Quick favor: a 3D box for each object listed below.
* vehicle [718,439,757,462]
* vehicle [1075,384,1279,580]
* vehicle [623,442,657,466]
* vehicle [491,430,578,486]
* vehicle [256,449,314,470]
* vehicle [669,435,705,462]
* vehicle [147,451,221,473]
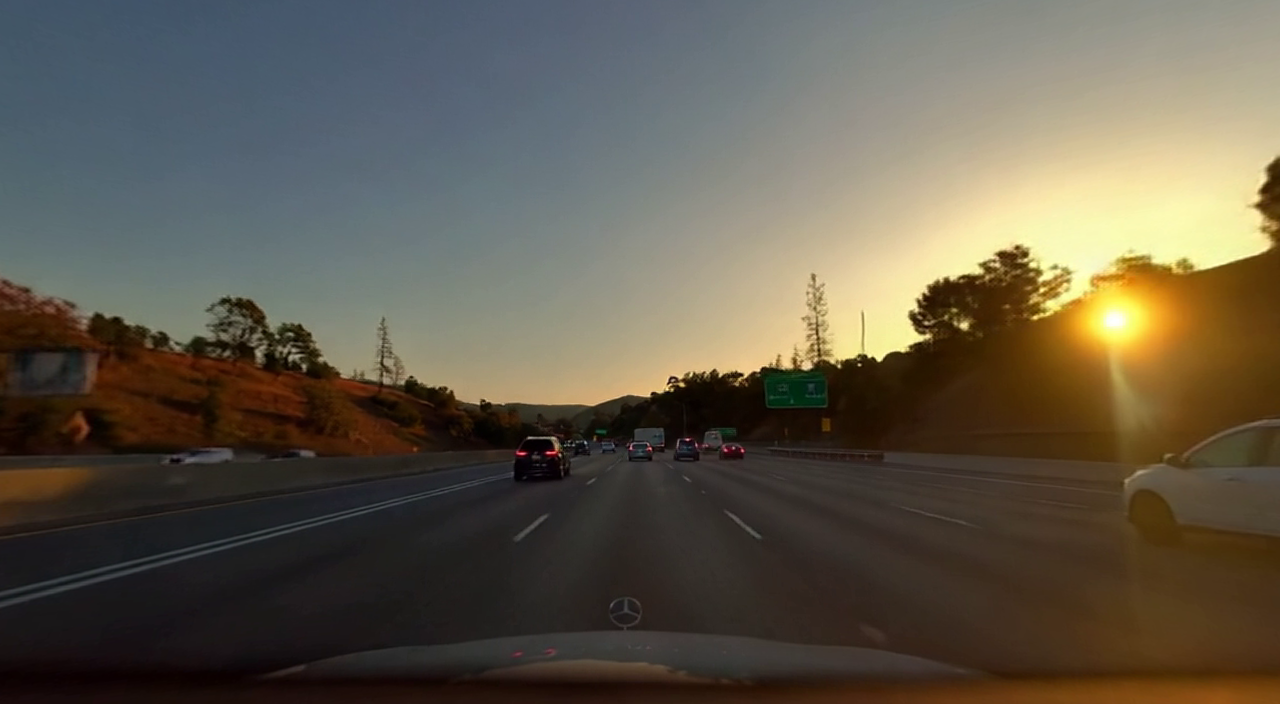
[{"bbox_3d":[7.429,7.591,48.575,2.196,1.659,4.451,0,-8,-1],"label":"vehicle"},{"bbox_3d":[6.847,1.183,5.801,2.123,1.756,4.959,0,-8,0],"label":"vehicle"},{"bbox_3d":[-0.015,6.523,40.376,2.050,1.452,3.917,0,-8,0],"label":"vehicle"},{"bbox_3d":[-3.594,3.724,22.489,2.118,1.750,4.875,-1,-8,2],"label":"vehicle"},{"bbox_3d":[-26.702,8.095,47.576,1.814,1.465,4.230,-1,-8,2],"label":"vehicle"},{"bbox_3d":[3.656,7.600,49.649,2.348,1.991,5.460,0,-8,0],"label":"vehicle"},{"bbox_3d":[-34.277,8.278,47.577,1.980,1.539,4.797,0,-8,1],"label":"vehicle"}]
